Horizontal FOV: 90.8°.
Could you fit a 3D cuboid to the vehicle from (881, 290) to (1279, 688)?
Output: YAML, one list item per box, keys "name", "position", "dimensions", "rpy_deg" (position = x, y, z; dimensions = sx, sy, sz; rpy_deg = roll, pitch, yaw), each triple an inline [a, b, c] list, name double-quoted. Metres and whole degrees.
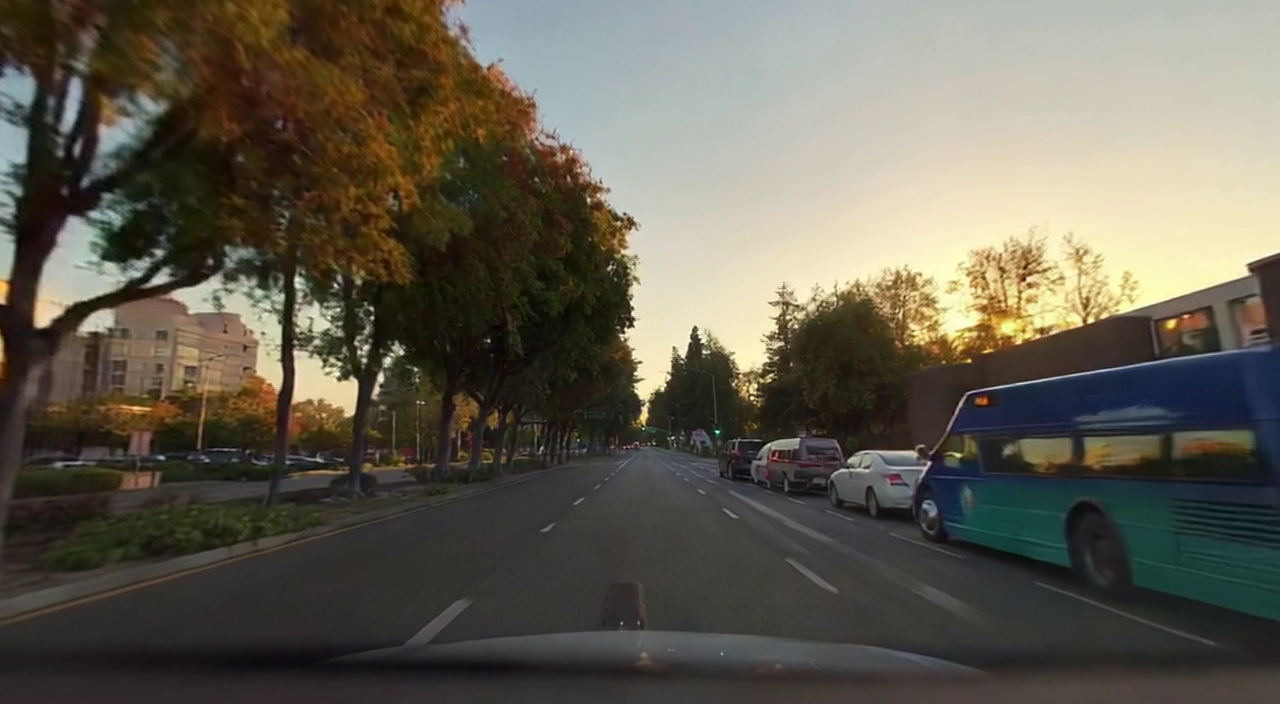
- name: "vehicle"
  position: [4.646, 1.104, 5.927]
  dimensions: [2.351, 2.125, 6.230]
  rpy_deg: [0, -8, 0]

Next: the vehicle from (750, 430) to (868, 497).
- name: "vehicle"
  position: [4.655, 3.145, 18.245]
  dimensions: [2.028, 1.660, 4.705]
  rpy_deg: [0, -8, -1]
